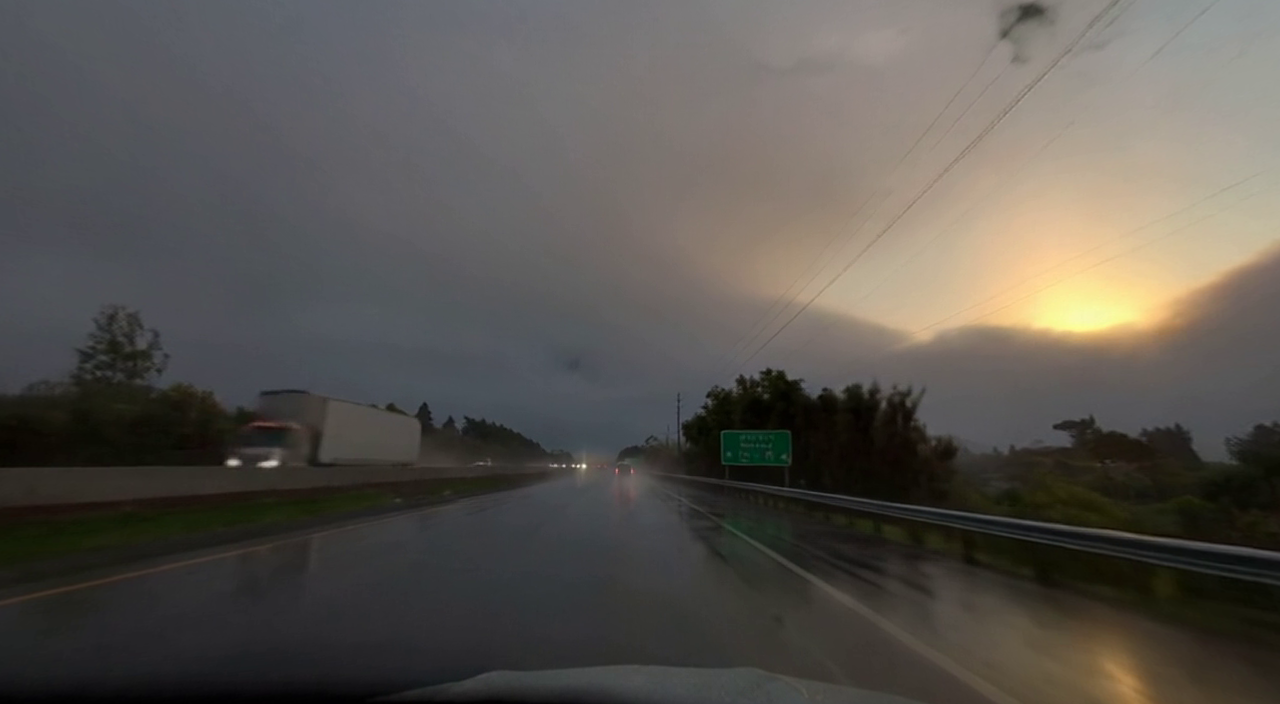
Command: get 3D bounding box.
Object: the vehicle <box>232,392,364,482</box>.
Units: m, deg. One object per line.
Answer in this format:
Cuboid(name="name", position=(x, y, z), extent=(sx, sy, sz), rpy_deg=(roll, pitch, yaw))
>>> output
Cuboid(name="vehicle", position=(-16.574, 4.322, 31.131), extent=(3.006, 3.954, 5.846), rpy_deg=(1, -11, 0))
